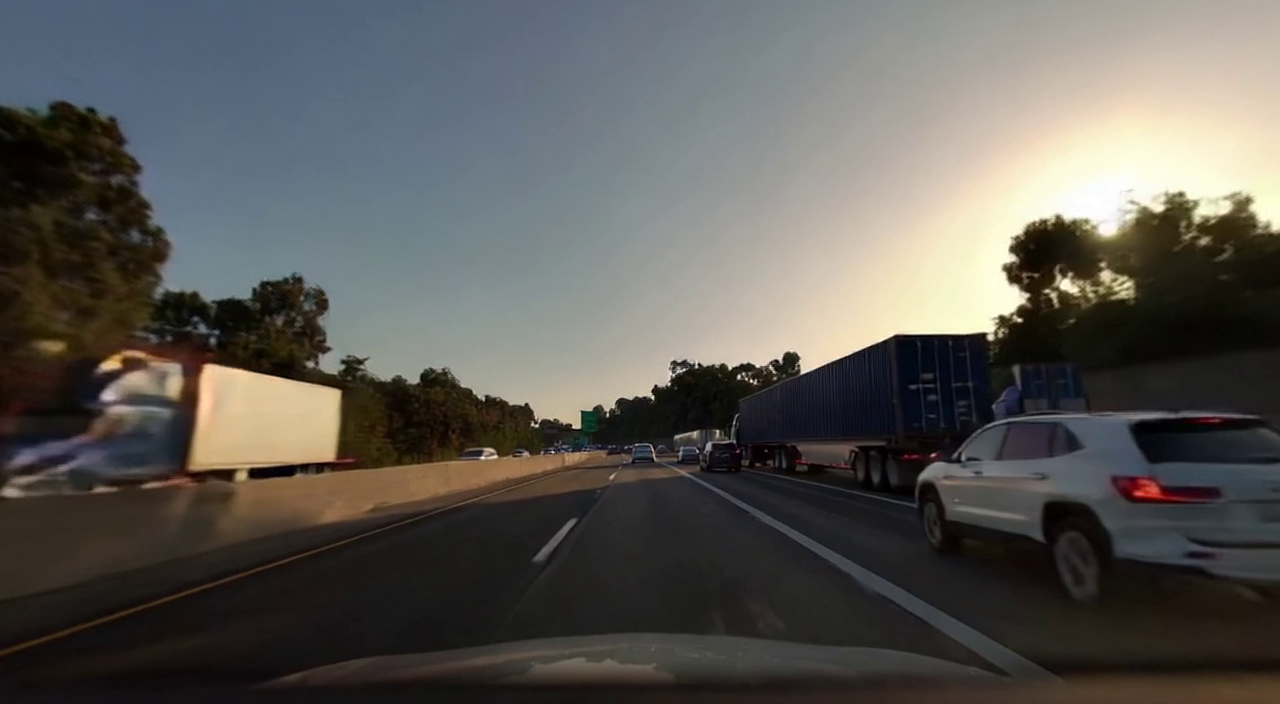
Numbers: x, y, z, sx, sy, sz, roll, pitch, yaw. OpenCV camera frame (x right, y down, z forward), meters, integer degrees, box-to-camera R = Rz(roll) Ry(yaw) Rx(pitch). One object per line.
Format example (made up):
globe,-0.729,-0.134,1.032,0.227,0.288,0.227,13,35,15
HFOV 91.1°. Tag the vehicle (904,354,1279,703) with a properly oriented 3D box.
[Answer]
vehicle,3.823,1.124,4.570,1.972,1.693,4.139,0,-8,0

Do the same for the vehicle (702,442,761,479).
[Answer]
vehicle,3.940,4.758,27.833,1.888,1.501,4.608,0,-8,0

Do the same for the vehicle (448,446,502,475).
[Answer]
vehicle,-10.007,6.589,38.426,1.986,1.581,4.469,0,-8,2

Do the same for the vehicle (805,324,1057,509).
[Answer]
vehicle,7.490,2.023,18.251,2.784,4.002,9.298,0,-8,0

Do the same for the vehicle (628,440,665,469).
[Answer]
vehicle,0.433,6.571,40.589,2.313,1.736,4.215,0,-8,1
